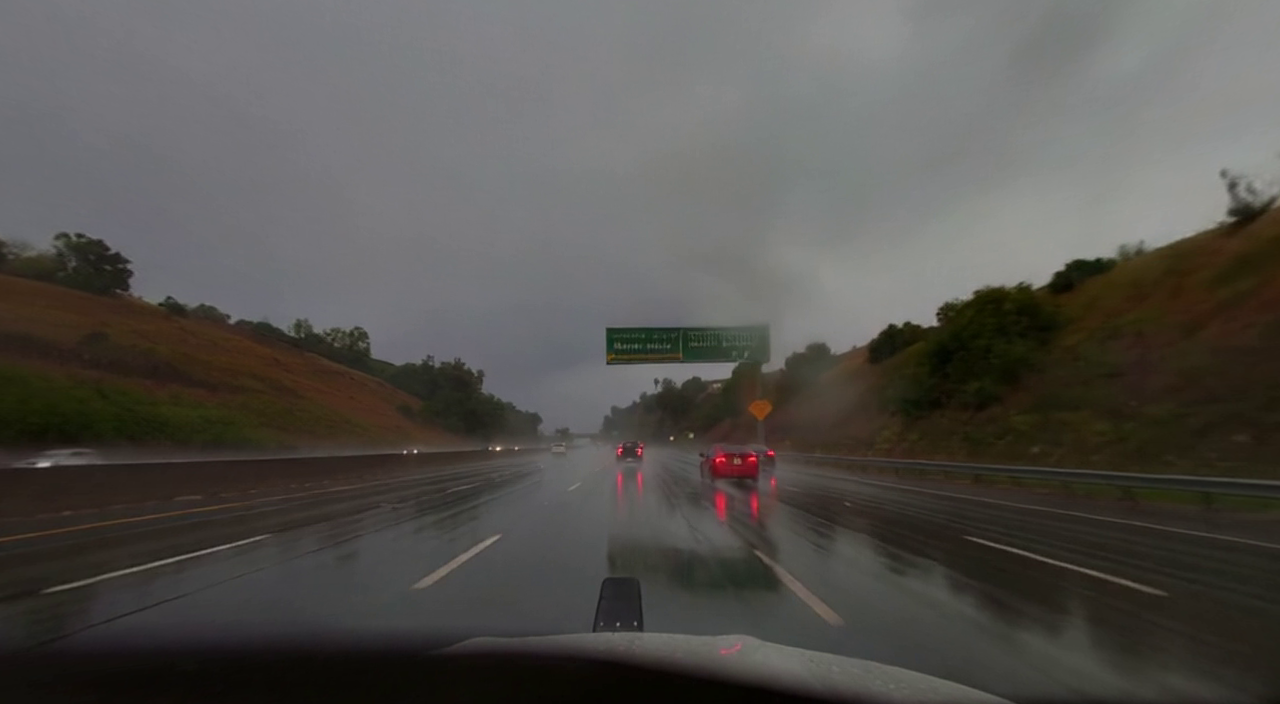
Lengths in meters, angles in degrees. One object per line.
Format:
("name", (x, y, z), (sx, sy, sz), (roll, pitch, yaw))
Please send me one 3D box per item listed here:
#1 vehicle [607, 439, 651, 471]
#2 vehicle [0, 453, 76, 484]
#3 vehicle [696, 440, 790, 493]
("vehicle", (-0.605, 5.644, 34.806), (2.277, 1.675, 4.023), (0, -8, 0))
("vehicle", (-36.457, 6.799, 37.117), (2.014, 1.547, 4.971), (1, -8, 1))
("vehicle", (3.162, 3.639, 20.519), (2.120, 1.492, 4.734), (0, -8, -2))
